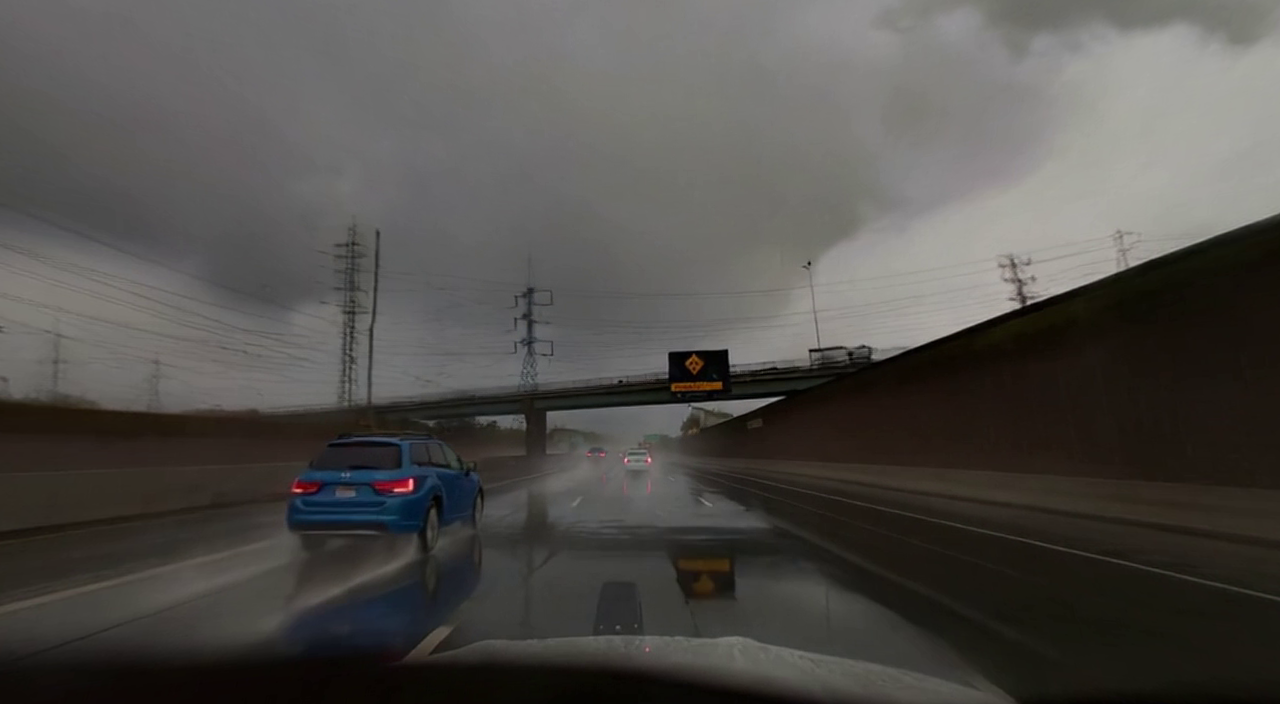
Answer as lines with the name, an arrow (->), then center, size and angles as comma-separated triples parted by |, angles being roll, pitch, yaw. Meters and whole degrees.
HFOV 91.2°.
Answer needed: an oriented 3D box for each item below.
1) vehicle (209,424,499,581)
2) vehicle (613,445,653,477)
vehicle -> -3.332, 1.823, 8.353 | 1.987, 1.548, 3.981 | 0, -9, -1
vehicle -> -0.365, 5.799, 33.559 | 2.004, 1.615, 4.113 | 0, -9, -1
